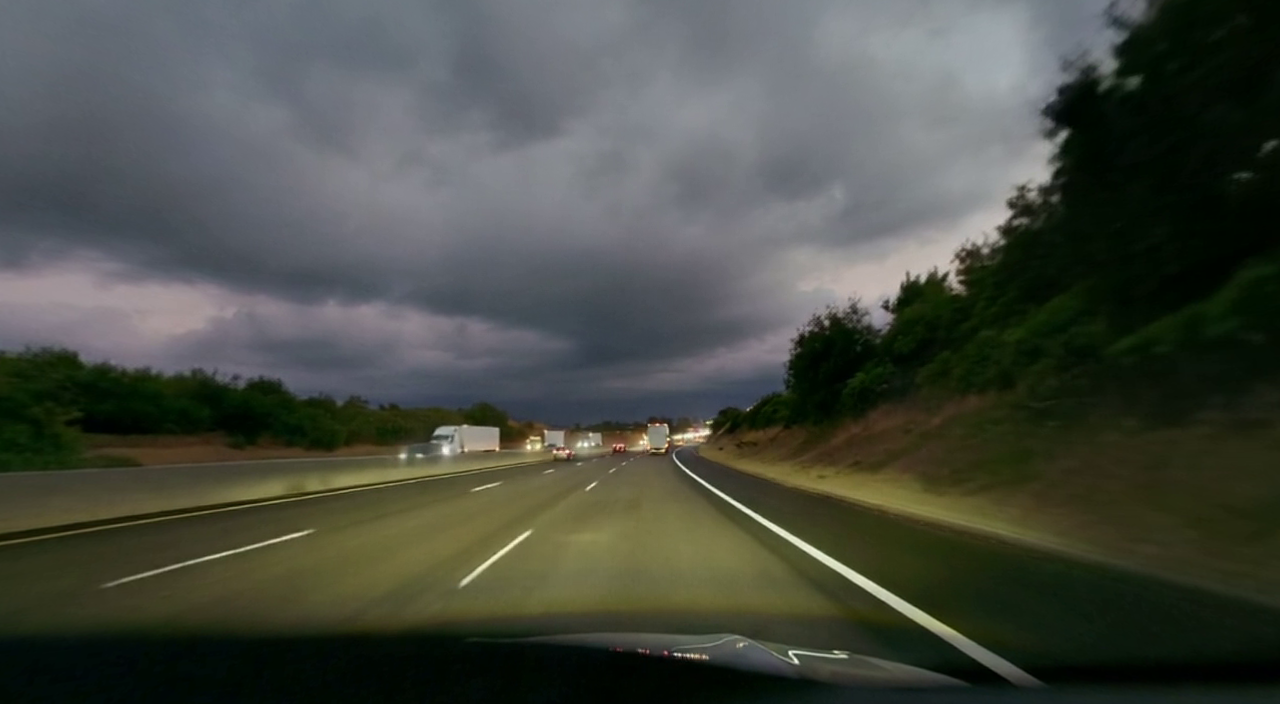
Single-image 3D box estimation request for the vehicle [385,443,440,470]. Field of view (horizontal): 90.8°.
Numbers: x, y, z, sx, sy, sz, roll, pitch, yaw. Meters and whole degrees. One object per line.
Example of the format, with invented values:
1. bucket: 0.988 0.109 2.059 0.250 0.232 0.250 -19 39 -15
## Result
1. vehicle: -16.040 7.417 44.810 2.073 1.803 4.751 0 -9 0
